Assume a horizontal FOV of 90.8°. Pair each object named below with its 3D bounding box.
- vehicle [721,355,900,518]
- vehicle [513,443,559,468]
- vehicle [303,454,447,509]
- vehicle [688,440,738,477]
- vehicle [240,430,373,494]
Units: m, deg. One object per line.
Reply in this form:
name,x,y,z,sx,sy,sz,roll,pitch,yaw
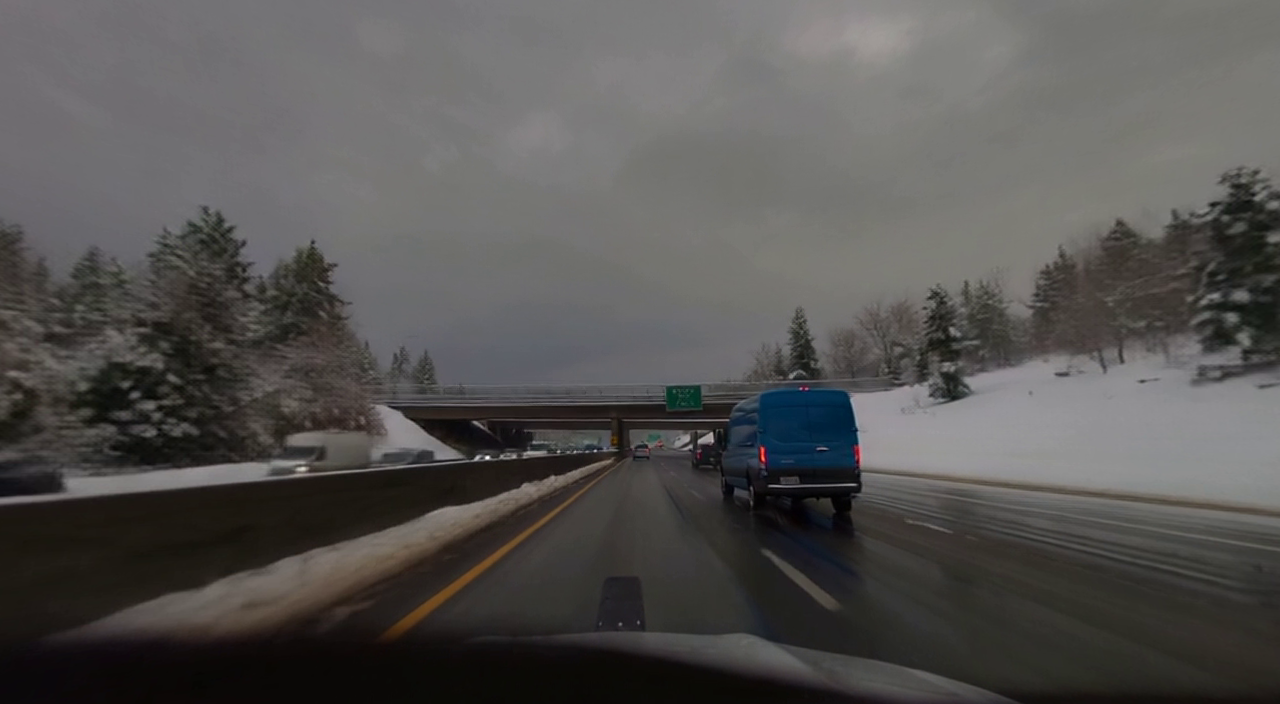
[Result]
vehicle,3.760,2.162,15.792,2.460,3.155,6.902,0,-9,0
vehicle,-7.147,7.193,43.890,2.317,1.632,4.613,0,-9,1
vehicle,-7.719,3.798,19.119,1.932,1.381,5.404,0,-9,1
vehicle,3.655,5.432,32.324,2.009,1.731,4.149,0,-9,-1
vehicle,-15.327,5.104,29.646,2.606,2.626,6.509,0,-9,0
